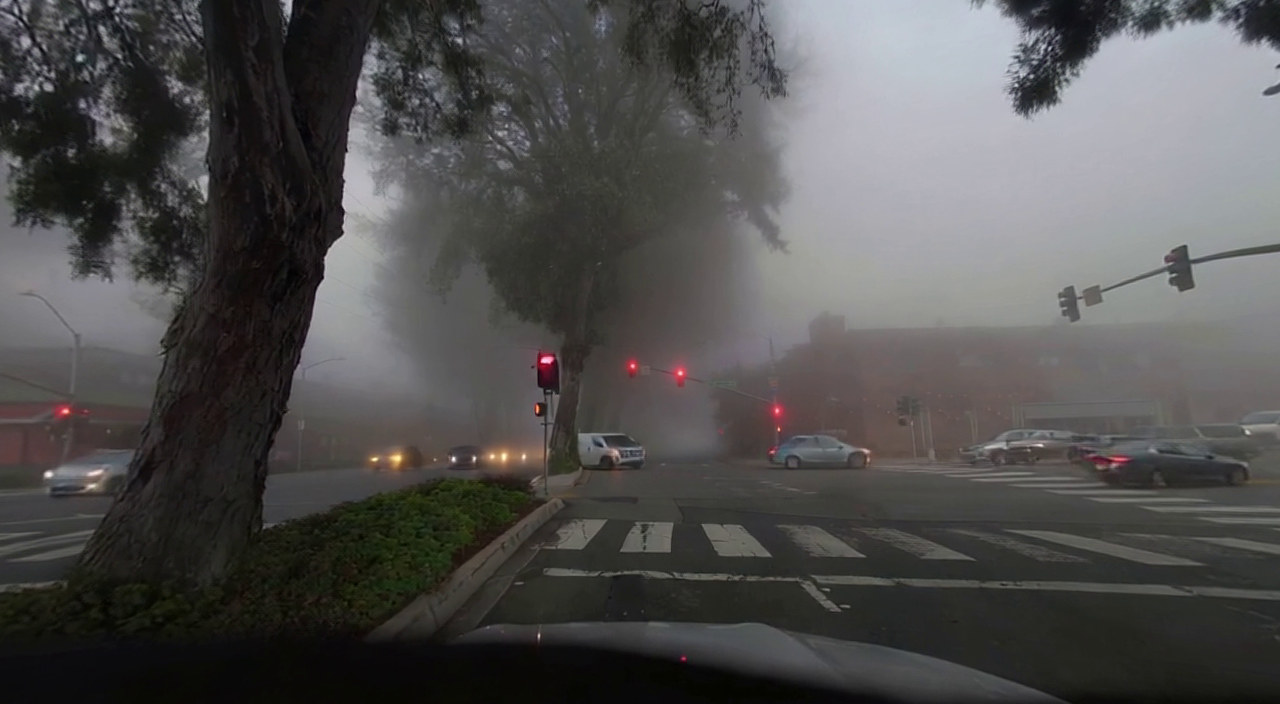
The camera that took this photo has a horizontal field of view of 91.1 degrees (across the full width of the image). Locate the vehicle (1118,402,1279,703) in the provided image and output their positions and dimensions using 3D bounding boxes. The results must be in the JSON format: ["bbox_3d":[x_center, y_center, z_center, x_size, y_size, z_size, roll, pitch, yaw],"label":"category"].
[{"bbox_3d":[3.092,0.662,0.454,1.990,1.454,4.490,0,-8,1],"label":"vehicle"}]

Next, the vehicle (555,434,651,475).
[{"bbox_3d":[-1.911,5.007,31.033,2.276,1.842,4.958,7,-11,-39],"label":"vehicle"}]

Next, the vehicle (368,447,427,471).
[{"bbox_3d":[-15.604,6.903,40.688,1.981,1.438,4.607,0,-8,1],"label":"vehicle"}]

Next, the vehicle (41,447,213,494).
[{"bbox_3d":[-18.093,4.176,22.520,2.203,1.471,4.723,0,-8,-1],"label":"vehicle"}]

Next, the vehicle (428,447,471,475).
[{"bbox_3d":[-9.942,5.595,32.549,1.921,1.304,4.050,3,-9,-19],"label":"vehicle"}]

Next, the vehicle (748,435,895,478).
[{"bbox_3d":[6.925,3.988,24.211,5.017,1.515,2.006,-6,-10,34],"label":"vehicle"}]
